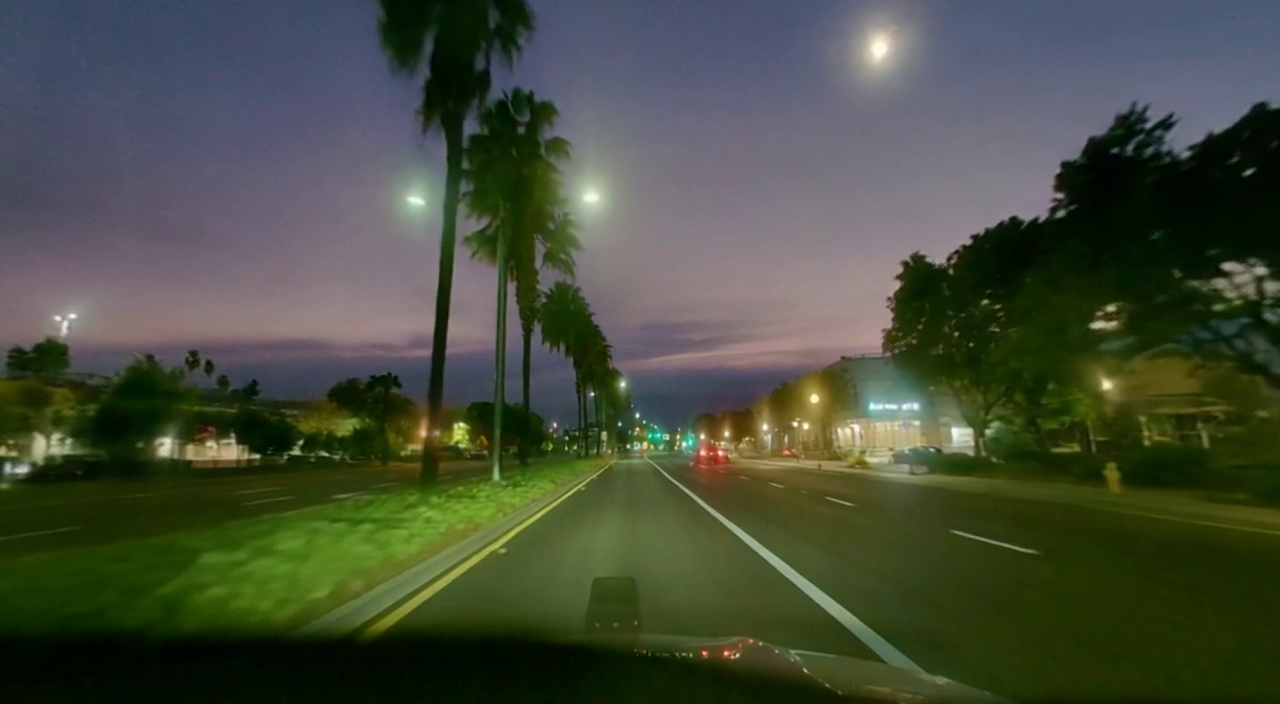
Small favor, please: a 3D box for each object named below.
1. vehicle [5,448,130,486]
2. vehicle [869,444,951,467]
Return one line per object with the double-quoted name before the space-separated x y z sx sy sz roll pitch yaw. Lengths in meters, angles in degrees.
"vehicle" -26.539 5.348 29.428 1.914 1.581 4.486 -1 -9 -6
"vehicle" 17.707 6.781 41.430 4.526 1.429 1.815 0 -8 2
